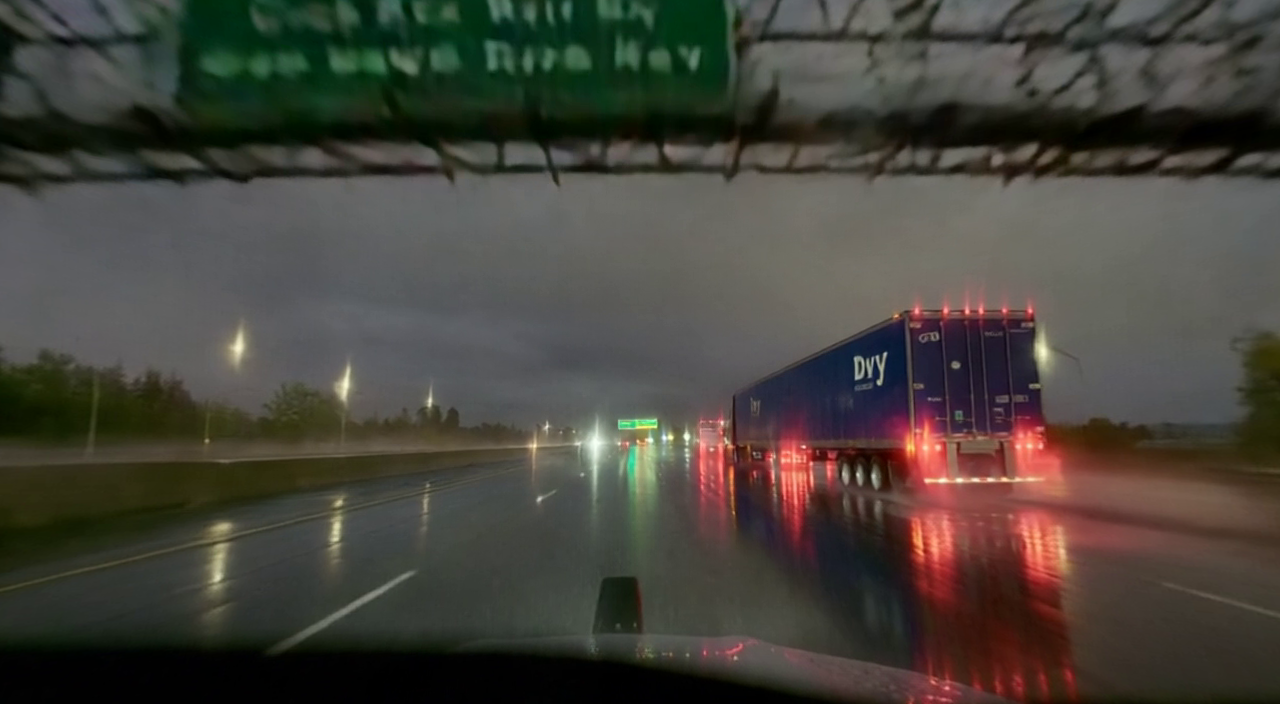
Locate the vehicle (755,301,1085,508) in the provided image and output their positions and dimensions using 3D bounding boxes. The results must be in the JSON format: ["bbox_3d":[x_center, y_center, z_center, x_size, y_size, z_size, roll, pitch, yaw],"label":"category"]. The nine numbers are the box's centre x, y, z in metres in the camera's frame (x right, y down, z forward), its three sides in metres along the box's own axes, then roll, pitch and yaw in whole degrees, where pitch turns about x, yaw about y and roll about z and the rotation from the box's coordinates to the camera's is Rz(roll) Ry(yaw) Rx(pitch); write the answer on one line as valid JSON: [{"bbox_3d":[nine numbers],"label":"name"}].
[{"bbox_3d":[6.749,2.128,20.095,2.962,3.947,16.241,0,-8,-1],"label":"vehicle"}]
